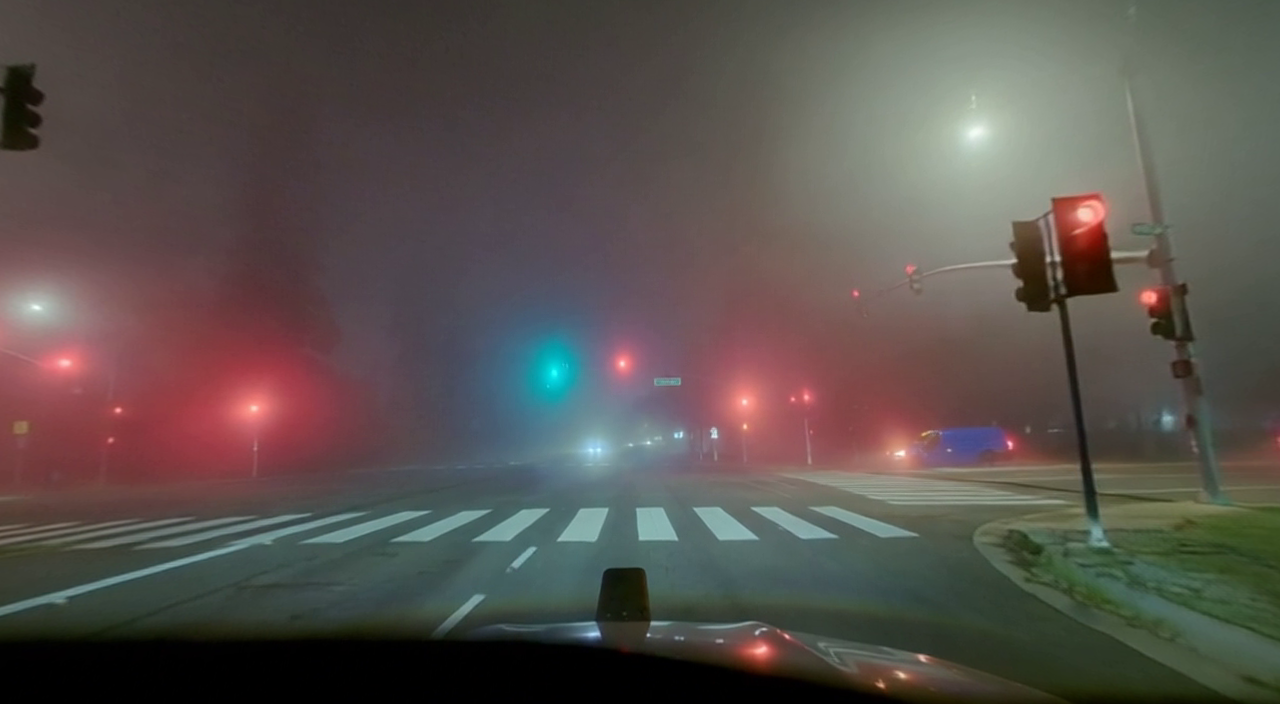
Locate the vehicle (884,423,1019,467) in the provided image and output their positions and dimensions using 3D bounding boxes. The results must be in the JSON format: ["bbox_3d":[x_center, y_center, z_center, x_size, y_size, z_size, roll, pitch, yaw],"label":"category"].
[{"bbox_3d":[13.464,4.040,27.454,4.790,1.798,1.909,0,-8,1],"label":"vehicle"}]
